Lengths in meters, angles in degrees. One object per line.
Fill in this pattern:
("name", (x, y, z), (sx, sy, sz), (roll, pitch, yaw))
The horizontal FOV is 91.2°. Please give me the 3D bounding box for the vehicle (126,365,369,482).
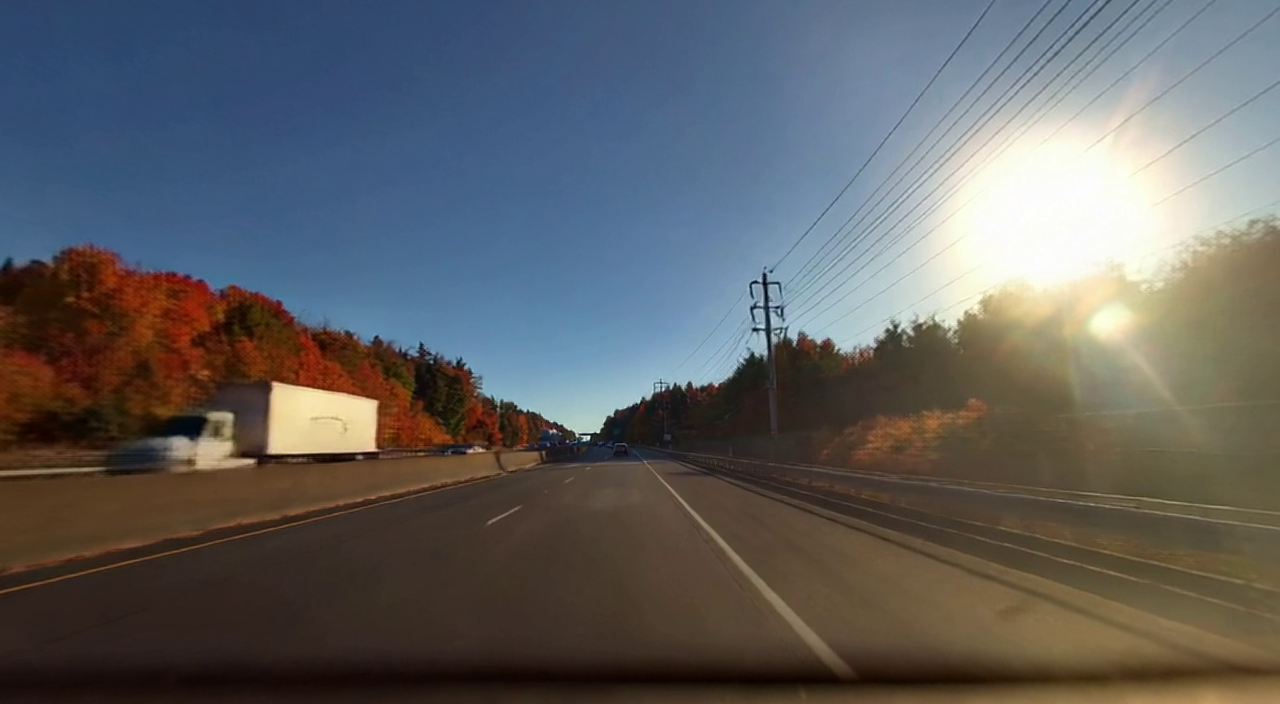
("vehicle", (-15.866, 3.314, 27.241), (3.006, 3.924, 11.966), (0, -9, -1))
